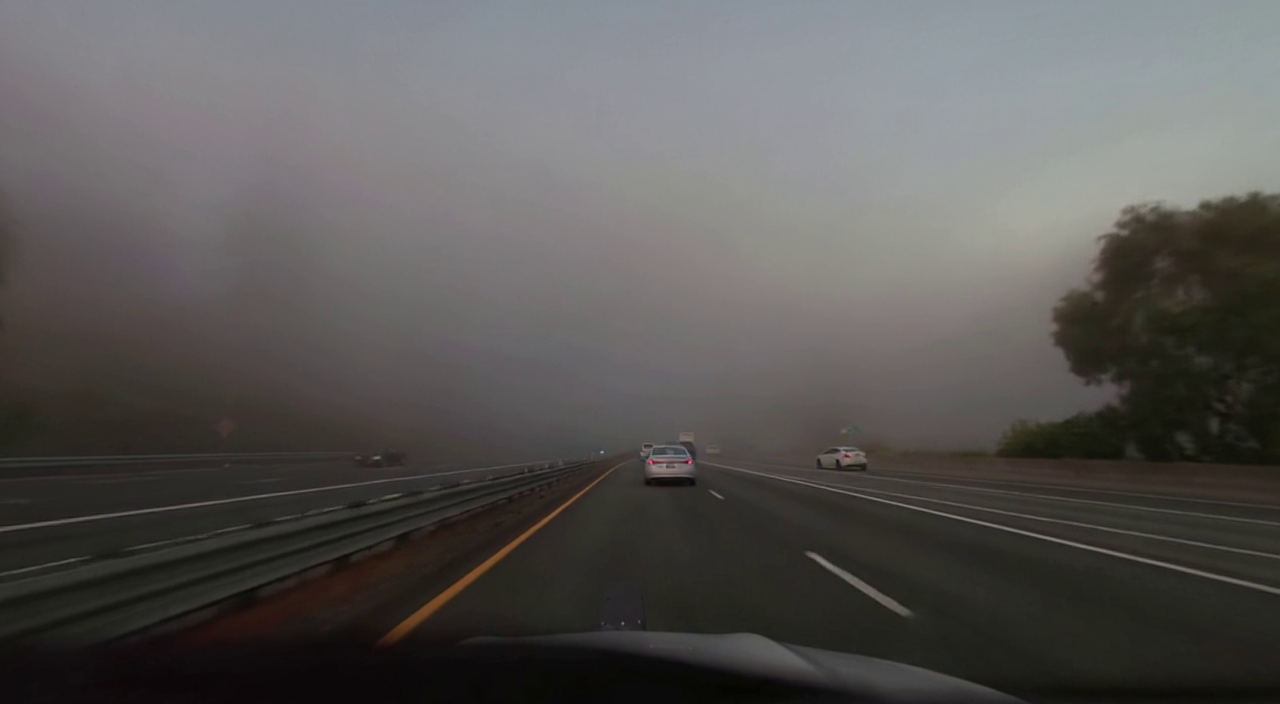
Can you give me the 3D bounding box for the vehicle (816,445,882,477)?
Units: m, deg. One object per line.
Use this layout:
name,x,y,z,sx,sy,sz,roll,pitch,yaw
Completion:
vehicle,10.489,5.485,31.848,1.926,1.483,3.528,0,-9,-4

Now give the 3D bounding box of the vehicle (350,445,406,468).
vehicle,-20.044,7.974,48.396,1.999,1.660,4.686,-1,-9,4

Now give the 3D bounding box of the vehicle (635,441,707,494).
vehicle,0.863,3.618,20.011,2.053,1.483,4.185,0,-9,0
